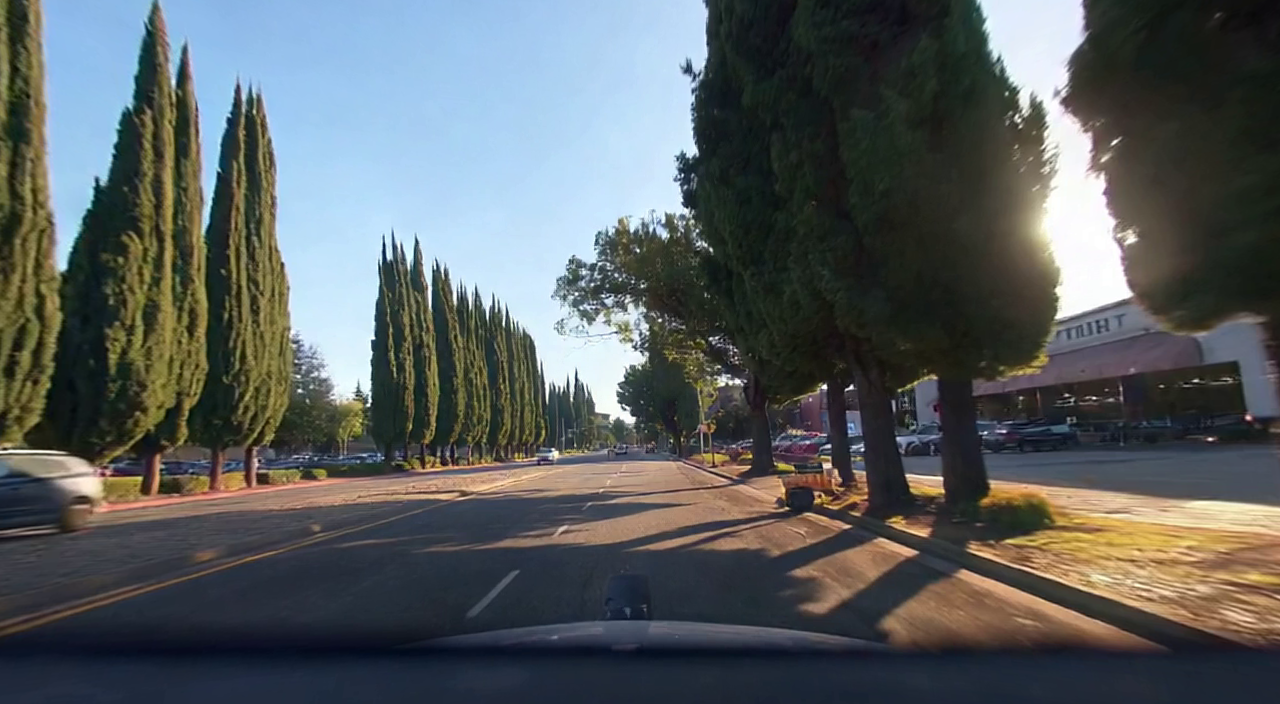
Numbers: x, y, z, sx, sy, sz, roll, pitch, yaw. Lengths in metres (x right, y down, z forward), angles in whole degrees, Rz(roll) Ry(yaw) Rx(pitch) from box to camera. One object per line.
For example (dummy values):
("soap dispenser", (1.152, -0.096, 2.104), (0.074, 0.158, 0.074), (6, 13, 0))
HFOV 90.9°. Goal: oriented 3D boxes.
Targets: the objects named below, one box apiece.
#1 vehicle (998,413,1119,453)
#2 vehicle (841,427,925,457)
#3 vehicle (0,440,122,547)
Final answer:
("vehicle", (19.907, 3.907, 30.253), (4.419, 1.603, 1.930), (-7, -9, 23))
("vehicle", (14.892, 5.563, 38.733), (4.387, 1.532, 1.930), (-9, -12, 34))
("vehicle", (-10.553, 2.191, 9.638), (1.918, 1.581, 3.947), (-2, -9, 0))
